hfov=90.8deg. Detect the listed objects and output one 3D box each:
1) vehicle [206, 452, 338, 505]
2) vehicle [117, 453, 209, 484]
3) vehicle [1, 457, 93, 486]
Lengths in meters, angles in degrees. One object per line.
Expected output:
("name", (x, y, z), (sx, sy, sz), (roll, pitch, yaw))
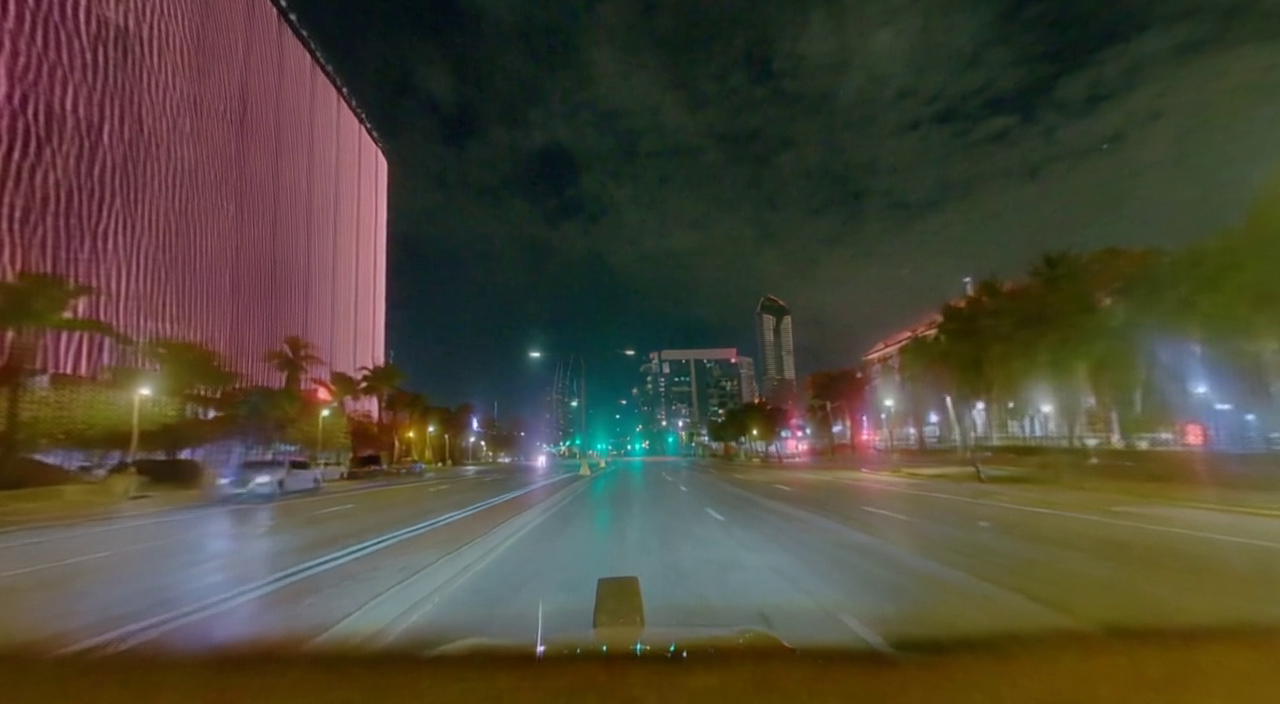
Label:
("vehicle", (-12.884, 4.411, 22.526), (2.036, 1.590, 4.495), (0, -8, -1))
("vehicle", (-32.432, 7.914, 43.045), (4.404, 1.866, 2.130), (-1, -9, -3))
("vehicle", (-37.585, 7.546, 40.117), (3.784, 1.690, 1.899), (-1, -8, -2))
